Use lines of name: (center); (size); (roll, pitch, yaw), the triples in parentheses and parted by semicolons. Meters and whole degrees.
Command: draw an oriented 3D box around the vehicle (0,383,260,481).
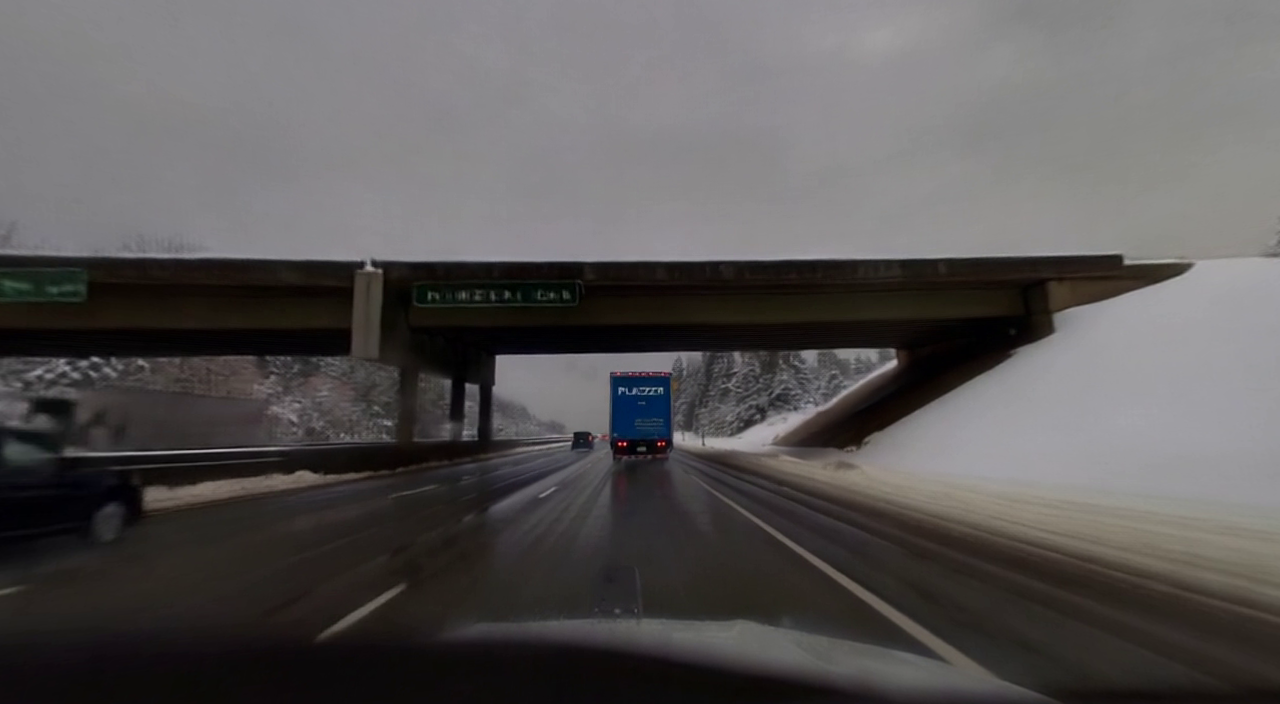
vehicle: (-24.747, 4.088, 31.998); (2.858, 3.950, 12.922); (0, -8, 0)

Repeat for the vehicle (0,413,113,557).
vehicle: (-7.995, 1.369, 6.263); (2.041, 1.566, 3.986); (0, -8, -1)

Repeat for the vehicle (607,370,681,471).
vehicle: (0.040, 3.479, 30.767); (2.926, 3.959, 11.818); (0, -8, -1)
